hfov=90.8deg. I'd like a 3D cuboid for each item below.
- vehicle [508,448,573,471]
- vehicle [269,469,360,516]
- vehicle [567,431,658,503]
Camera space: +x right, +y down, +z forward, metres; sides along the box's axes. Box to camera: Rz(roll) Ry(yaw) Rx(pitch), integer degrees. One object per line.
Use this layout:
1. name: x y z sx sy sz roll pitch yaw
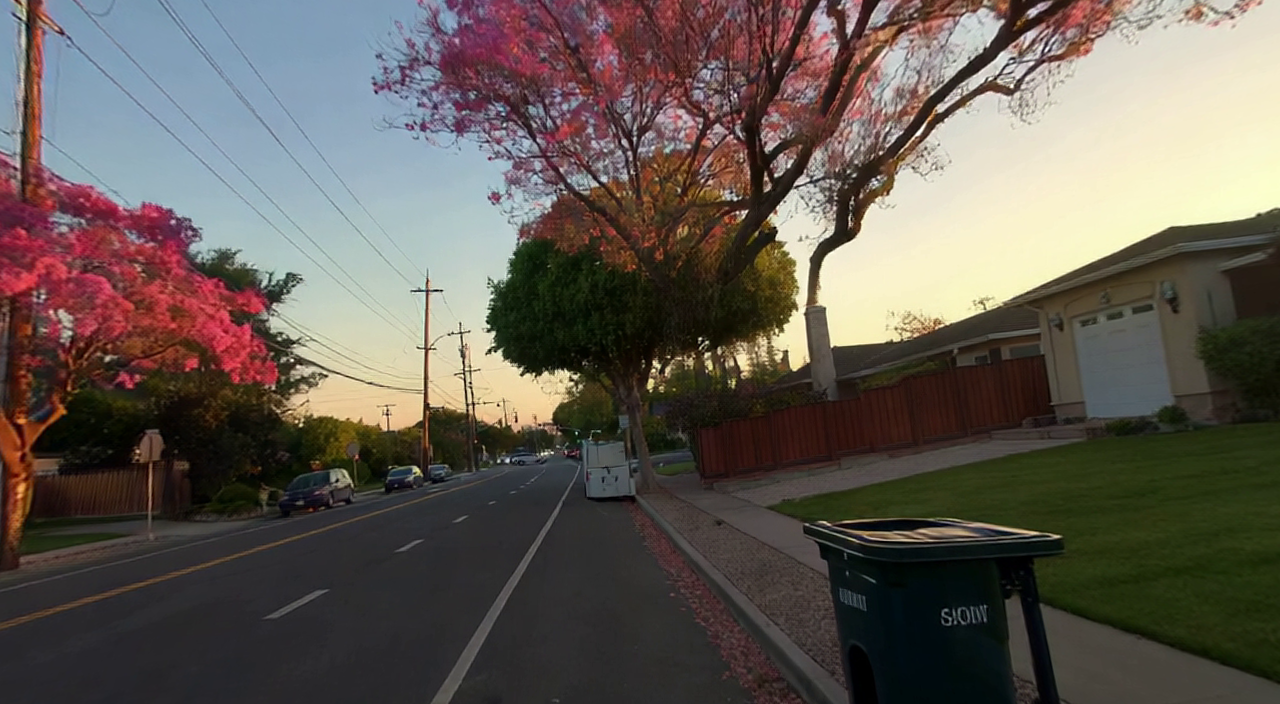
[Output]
1. vehicle: -7.766 8.333 49.199 4.723 1.679 2.218 2 -9 -18
2. vehicle: -13.758 5.921 26.979 1.982 1.660 4.142 1 -8 -6
3. vehicle: -0.825 3.079 17.388 2.190 1.708 4.115 0 -8 -4
